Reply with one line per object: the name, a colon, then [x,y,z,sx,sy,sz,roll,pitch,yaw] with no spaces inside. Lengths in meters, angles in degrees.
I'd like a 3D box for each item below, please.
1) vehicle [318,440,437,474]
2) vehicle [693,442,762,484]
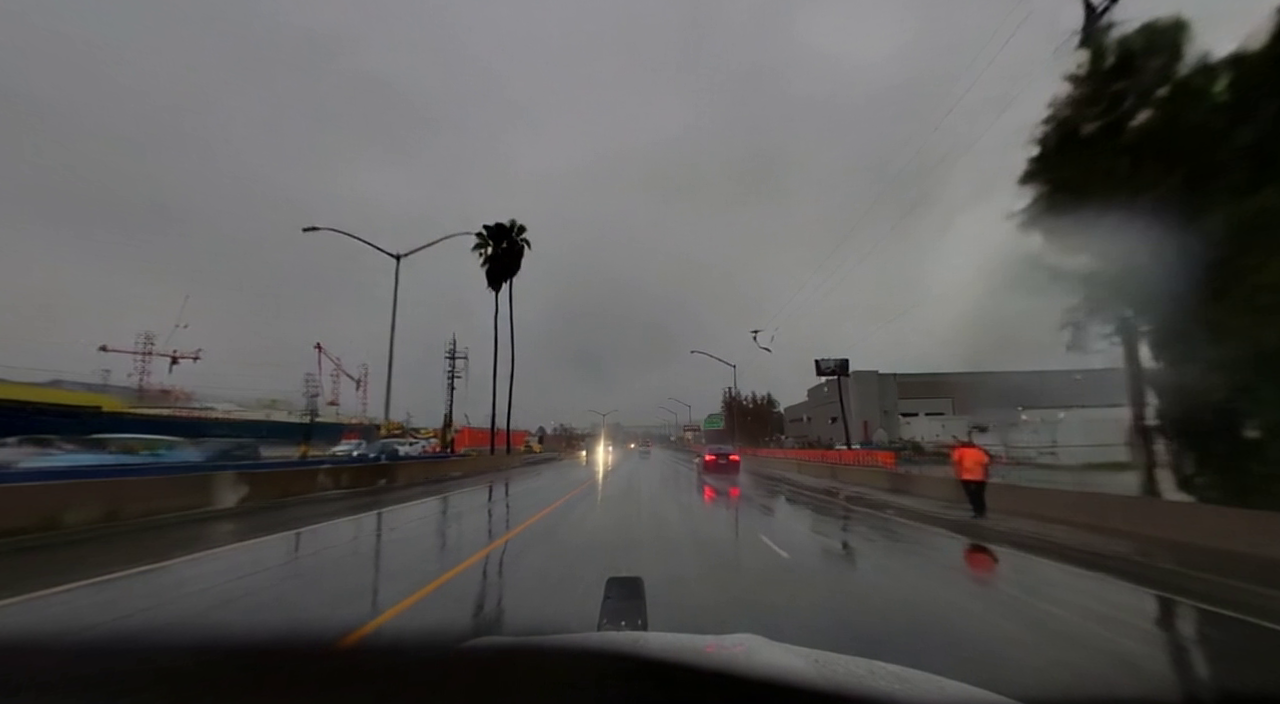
vehicle: [-17.964,7.203,43.301,6.969,2.132,2.716,8,-12,-44]
vehicle: [3.466,4.494,25.758,2.148,1.562,4.642,0,-8,0]
